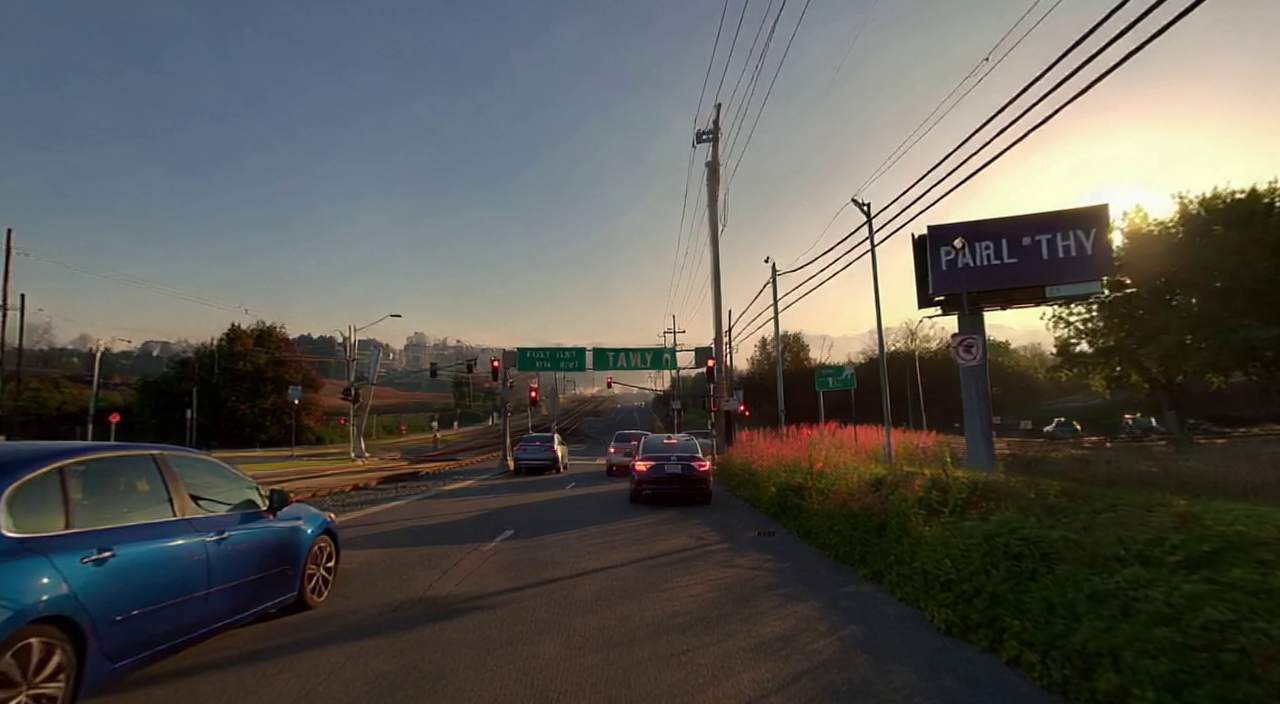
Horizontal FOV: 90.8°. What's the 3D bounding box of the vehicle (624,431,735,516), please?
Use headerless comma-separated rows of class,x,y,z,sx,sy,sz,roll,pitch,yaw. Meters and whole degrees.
vehicle,0.662,2.506,13.512,1.998,1.529,3.960,0,-9,-2

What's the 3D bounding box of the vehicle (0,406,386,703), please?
vehicle,-3.562,1.186,4.049,1.956,1.468,4.585,0,-9,0

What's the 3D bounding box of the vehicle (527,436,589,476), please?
vehicle,-3.224,4.188,25.603,1.984,1.505,4.047,0,-9,-1
